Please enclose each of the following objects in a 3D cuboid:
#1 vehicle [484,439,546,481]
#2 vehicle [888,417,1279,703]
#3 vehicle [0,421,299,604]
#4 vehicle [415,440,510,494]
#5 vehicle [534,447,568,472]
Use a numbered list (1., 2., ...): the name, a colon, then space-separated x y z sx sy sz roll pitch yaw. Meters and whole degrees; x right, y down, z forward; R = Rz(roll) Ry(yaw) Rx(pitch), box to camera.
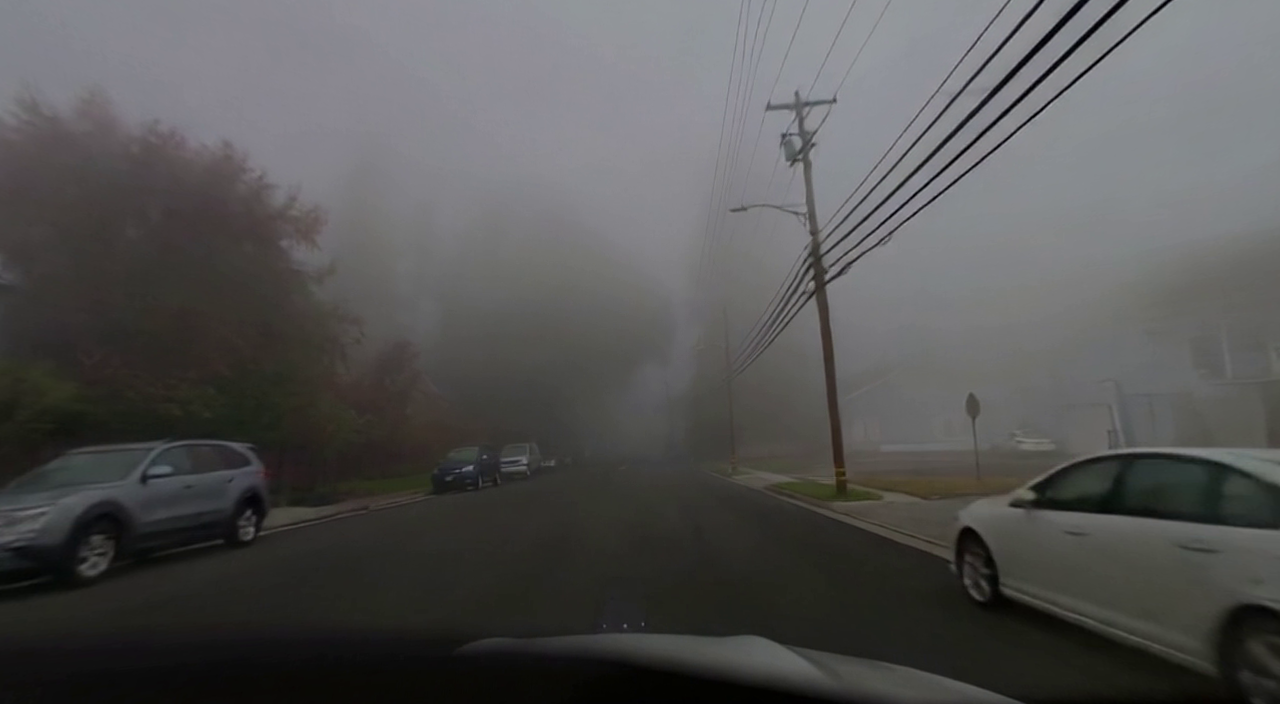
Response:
1. vehicle: -6.491 5.624 33.414 2.144 1.955 6.159 0 -7 -1
2. vehicle: 3.494 1.232 4.076 1.909 1.462 4.740 0 -8 1
3. vehicle: -6.657 1.871 8.222 2.027 1.695 4.437 -3 -8 -1
4. vehicle: -6.575 4.297 24.113 2.120 1.799 5.370 -1 -8 0
5. vehicle: -6.679 8.152 47.911 1.852 1.510 4.812 -4 -7 -1
